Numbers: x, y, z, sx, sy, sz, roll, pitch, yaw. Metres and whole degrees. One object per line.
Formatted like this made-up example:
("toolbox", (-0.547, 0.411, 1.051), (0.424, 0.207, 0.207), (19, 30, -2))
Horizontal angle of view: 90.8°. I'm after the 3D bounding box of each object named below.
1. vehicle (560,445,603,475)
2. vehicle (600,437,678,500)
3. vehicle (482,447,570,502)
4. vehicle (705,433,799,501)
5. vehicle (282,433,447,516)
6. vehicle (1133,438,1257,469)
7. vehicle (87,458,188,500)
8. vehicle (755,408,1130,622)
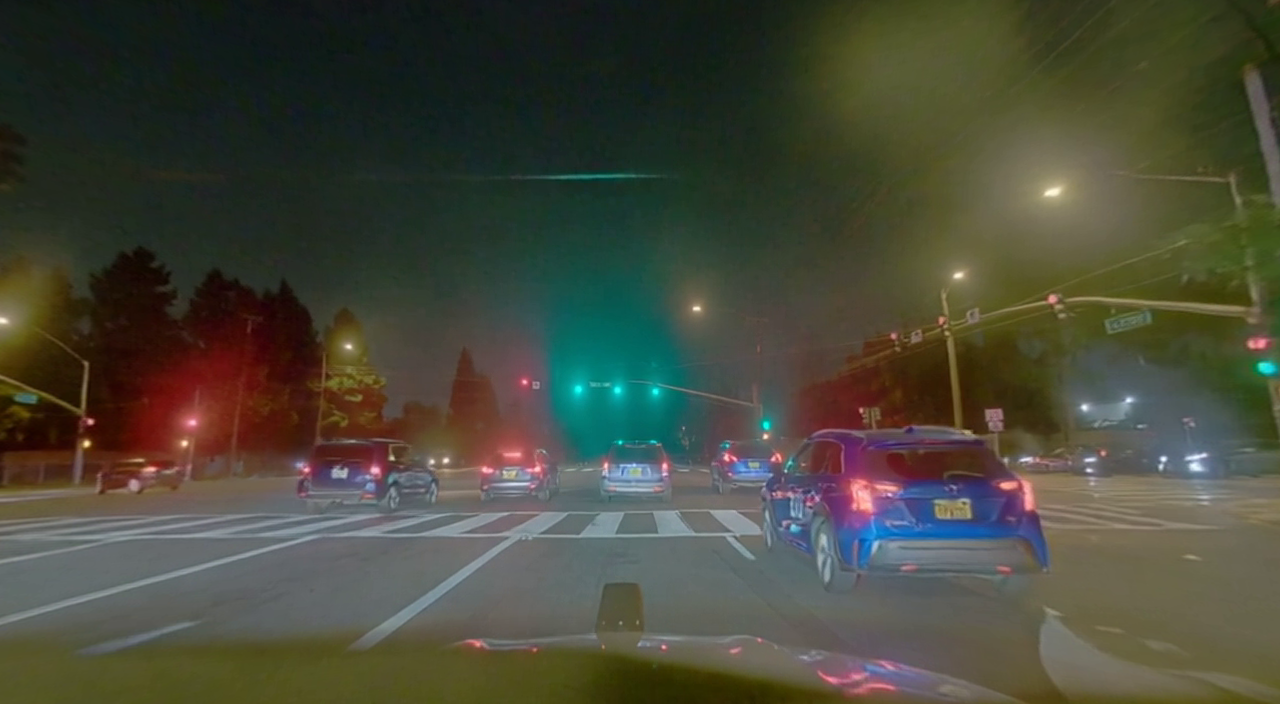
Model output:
("vehicle", (-3.318, 6.218, 36.563), (1.939, 1.652, 4.268), (0, -9, 2))
("vehicle", (-0.025, 3.499, 19.346), (2.111, 1.712, 4.078), (0, -9, 0))
("vehicle", (-3.386, 3.718, 19.651), (1.881, 1.466, 4.484), (0, -9, 0))
("vehicle", (3.227, 3.443, 19.258), (1.999, 1.789, 4.583), (0, -9, 0))
("vehicle", (-6.762, 3.047, 16.218), (2.116, 1.812, 4.609), (0, -9, 0))
("vehicle", (27.732, 5.066, 31.645), (4.514, 1.459, 1.847), (0, -9, -2))
("vehicle", (-20.615, 5.127, 25.868), (4.450, 1.491, 1.974), (-7, -11, 36))
("vehicle", (2.770, 1.610, 7.233), (2.034, 1.655, 4.465), (0, -9, 0))
